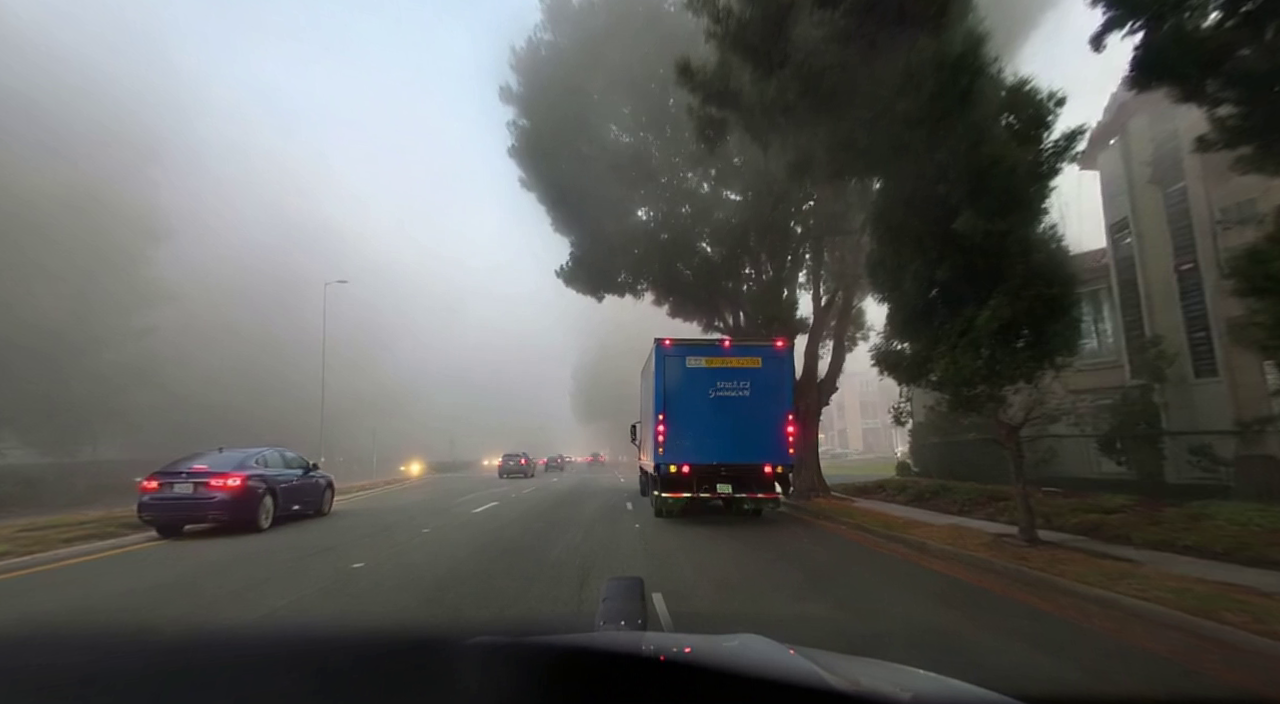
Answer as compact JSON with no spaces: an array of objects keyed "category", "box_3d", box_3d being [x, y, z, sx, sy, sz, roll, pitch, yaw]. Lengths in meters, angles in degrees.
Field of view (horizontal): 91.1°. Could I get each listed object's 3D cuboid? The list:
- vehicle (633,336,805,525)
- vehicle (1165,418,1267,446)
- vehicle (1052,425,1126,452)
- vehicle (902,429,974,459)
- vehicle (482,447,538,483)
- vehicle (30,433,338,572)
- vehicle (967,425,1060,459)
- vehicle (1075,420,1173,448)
[{"category":"vehicle","box_3d":[1.467,2.159,16.642,2.905,3.644,8.807,1,-9,-3]},{"category":"vehicle","box_3d":[38.927,5.473,42.620,1.858,1.687,5.044,0,-9,-5]},{"category":"vehicle","box_3d":[29.794,5.778,41.767,1.827,1.498,3.785,-5,-9,-5]},{"category":"vehicle","box_3d":[19.271,6.002,40.848,1.880,1.804,4.679,1,-9,-7]},{"category":"vehicle","box_3d":[-6.824,5.937,33.402,2.095,1.759,4.433,0,-9,-2]},{"category":"vehicle","box_3d":[-6.677,2.181,9.973,1.958,1.672,4.283,1,-9,-6]},{"category":"vehicle","box_3d":[24.577,6.015,41.663,2.220,1.981,5.827,3,-9,-5]},{"category":"vehicle","box_3d":[32.765,5.635,42.716,2.039,1.714,5.431,1,-9,-4]}]
